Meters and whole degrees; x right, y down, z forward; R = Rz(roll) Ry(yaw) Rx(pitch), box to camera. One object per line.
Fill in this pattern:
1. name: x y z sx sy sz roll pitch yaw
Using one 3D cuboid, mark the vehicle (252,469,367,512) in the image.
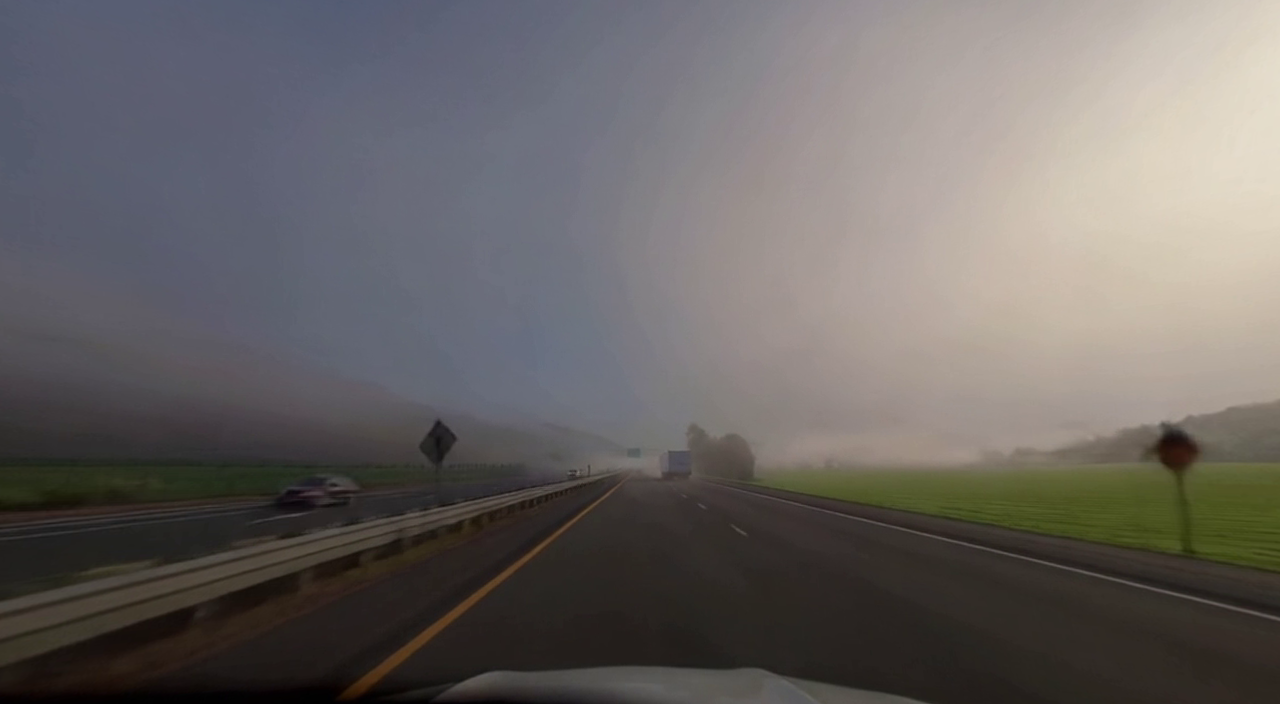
1. vehicle: -12.752 5.352 24.645 1.884 1.497 4.704 0 -10 1
